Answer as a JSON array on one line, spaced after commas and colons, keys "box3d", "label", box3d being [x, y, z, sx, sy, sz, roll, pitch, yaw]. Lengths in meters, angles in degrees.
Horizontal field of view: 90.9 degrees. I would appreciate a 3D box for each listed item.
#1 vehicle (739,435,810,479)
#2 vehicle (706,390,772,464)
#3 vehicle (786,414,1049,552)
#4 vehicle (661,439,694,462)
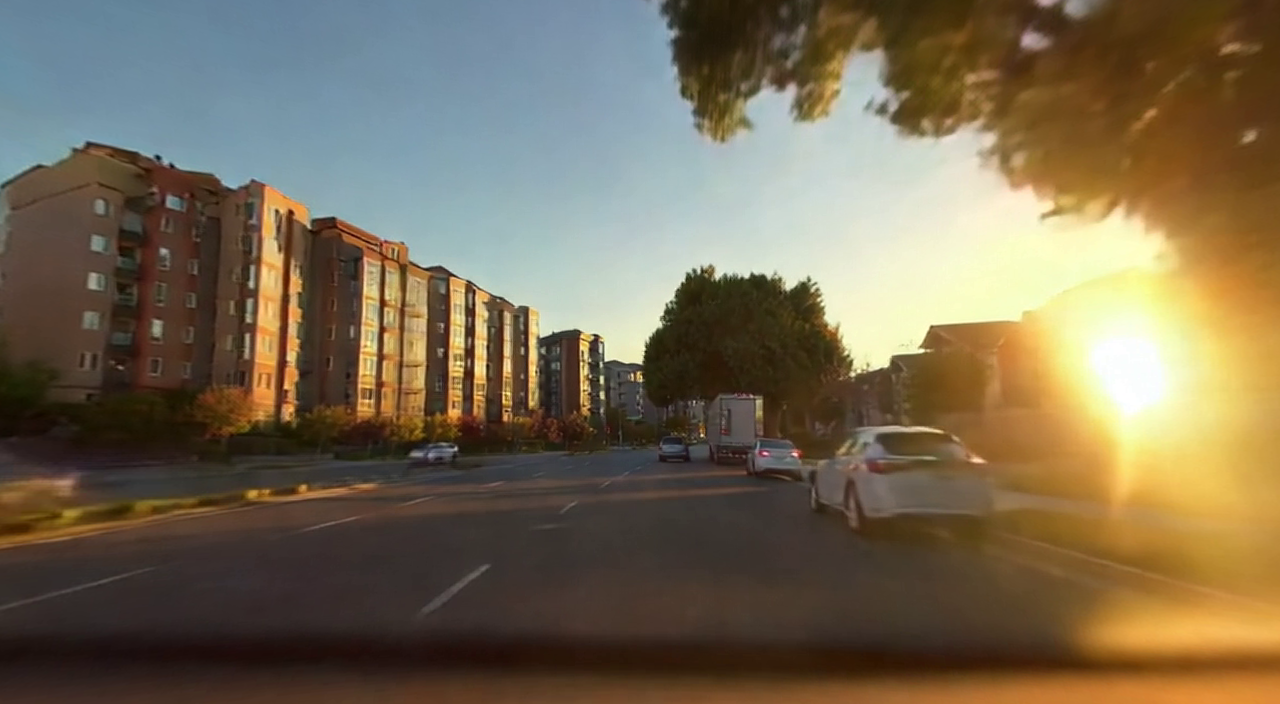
[{"box3d": [4.937, 3.907, 23.750, 1.884, 1.472, 4.650, -1, -8, 3], "label": "vehicle"}, {"box3d": [6.104, 5.054, 41.200, 3.157, 3.982, 13.307, -1, -8, 5], "label": "vehicle"}, {"box3d": [3.916, 1.933, 10.061, 2.121, 1.659, 4.675, -1, -8, 1], "label": "vehicle"}, {"box3d": [2.393, 6.168, 39.697, 1.871, 1.370, 4.206, -1, -8, 6], "label": "vehicle"}]
